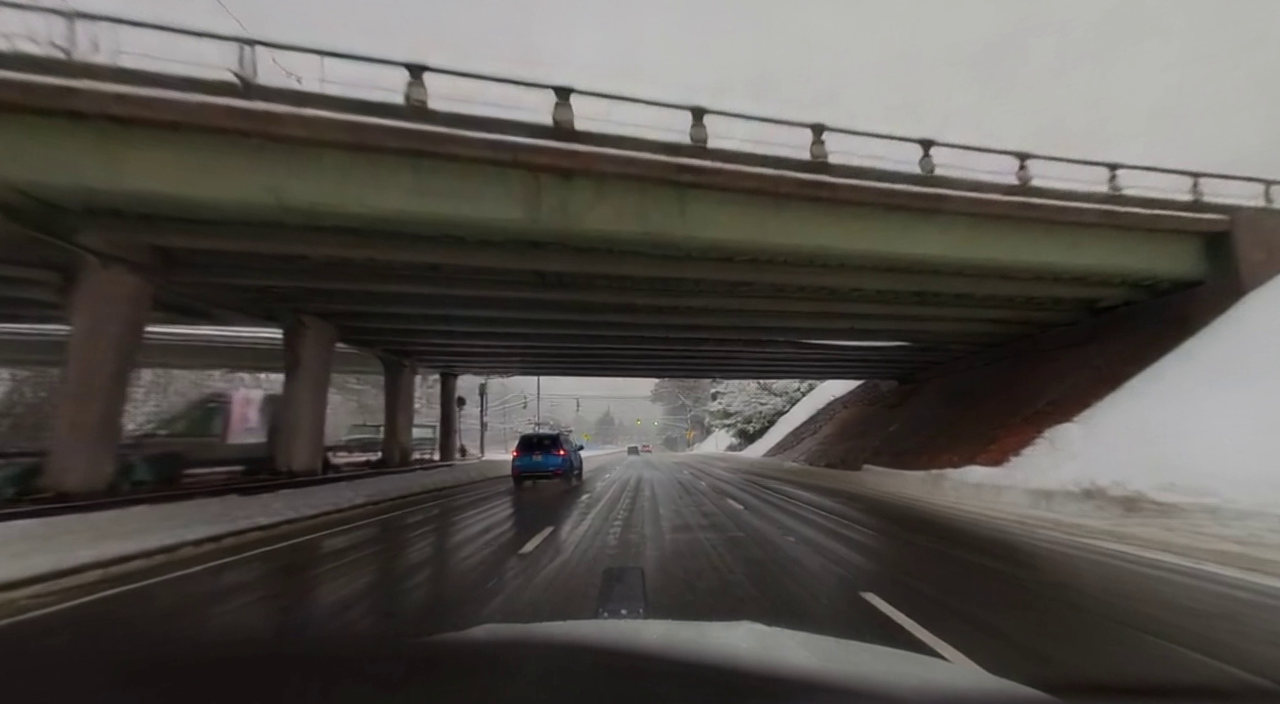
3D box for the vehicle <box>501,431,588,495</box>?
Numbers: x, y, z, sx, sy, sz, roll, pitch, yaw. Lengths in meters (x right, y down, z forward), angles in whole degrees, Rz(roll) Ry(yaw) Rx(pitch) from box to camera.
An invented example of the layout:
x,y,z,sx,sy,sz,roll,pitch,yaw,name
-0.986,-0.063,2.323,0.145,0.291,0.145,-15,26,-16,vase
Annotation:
x,y,z,sx,sy,sz,roll,pitch,yaw,name
-2.788,3.362,19.346,1.882,1.704,4.335,-1,-9,2,vehicle
